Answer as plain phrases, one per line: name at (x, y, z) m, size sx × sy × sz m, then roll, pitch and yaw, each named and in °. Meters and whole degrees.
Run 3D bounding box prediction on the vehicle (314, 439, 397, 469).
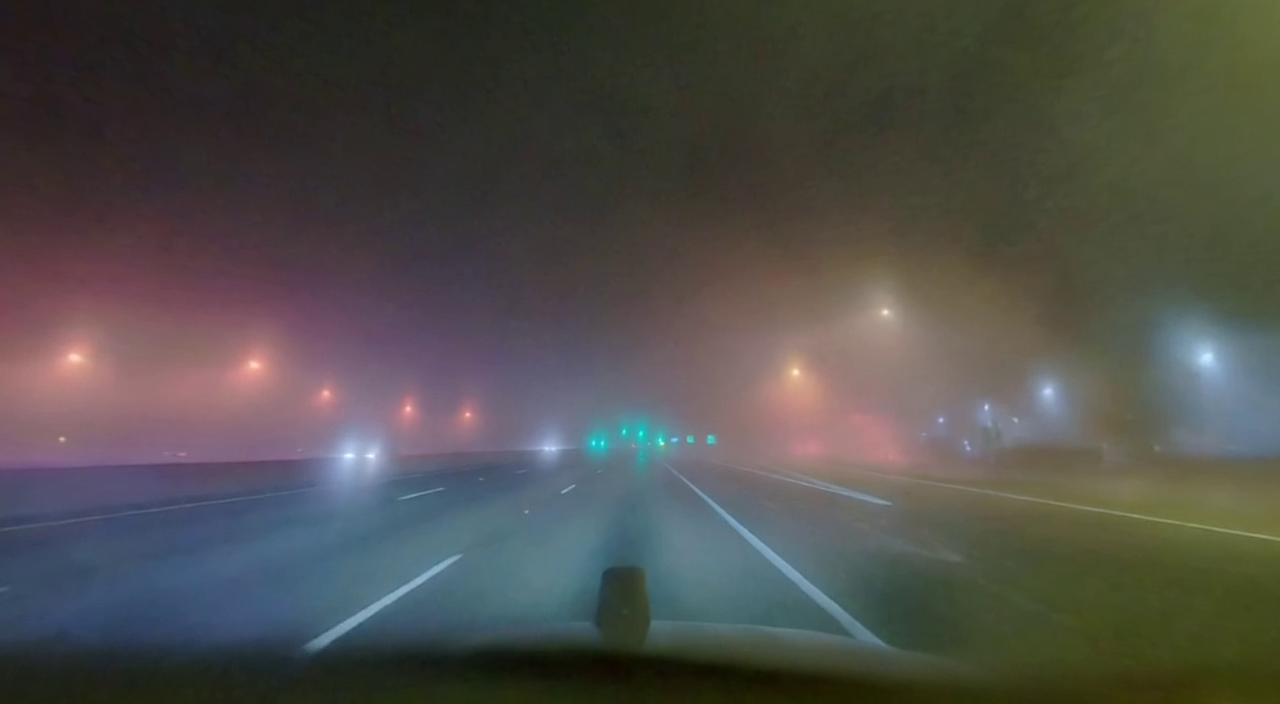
vehicle at (-17.000, 6.138, 38.084) m, size 2.251 × 1.664 × 5.666 m, roll 0°, pitch -9°, yaw 1°
